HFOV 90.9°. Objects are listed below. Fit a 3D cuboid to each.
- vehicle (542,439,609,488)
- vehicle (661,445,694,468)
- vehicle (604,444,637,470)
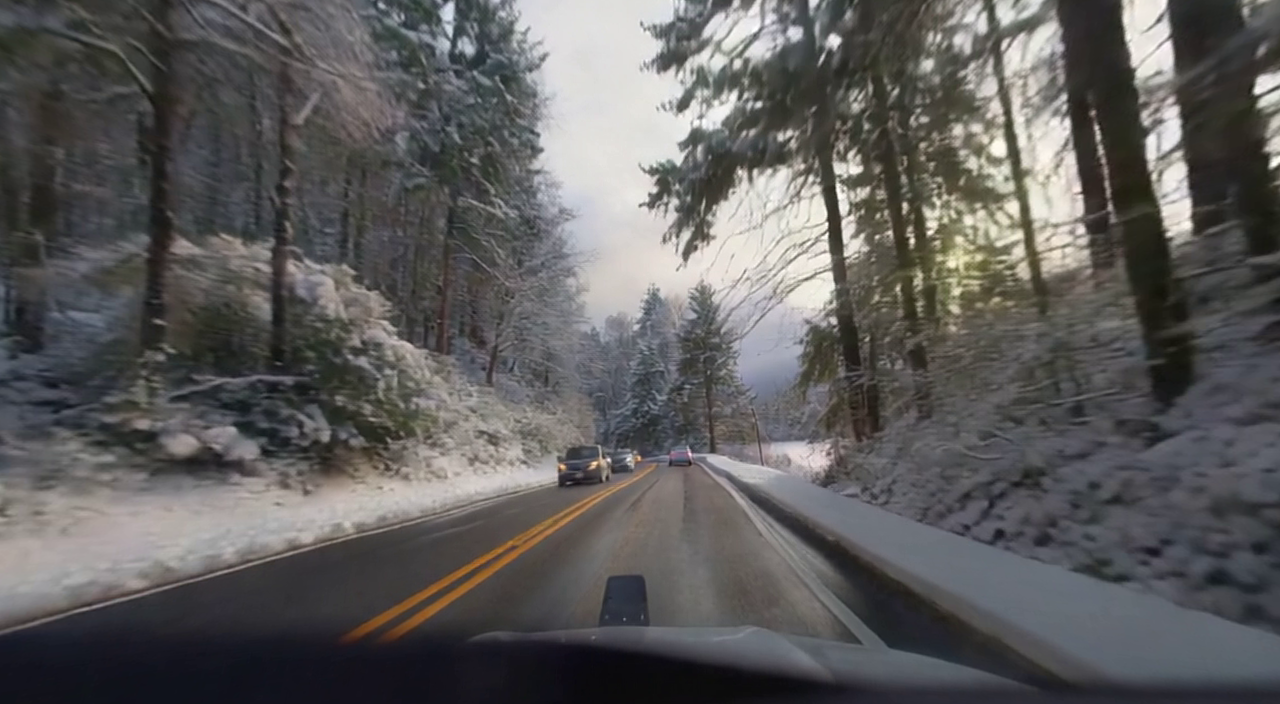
[{"bbox_3d":[-2.730,4.852,27.896,2.170,1.872,4.643,1,-8,4],"label":"vehicle"},{"bbox_3d":[2.567,7.252,43.990,2.120,1.491,4.349,1,-8,2],"label":"vehicle"},{"bbox_3d":[-1.422,7.885,47.741,2.066,1.827,5.178,1,-8,3],"label":"vehicle"}]
